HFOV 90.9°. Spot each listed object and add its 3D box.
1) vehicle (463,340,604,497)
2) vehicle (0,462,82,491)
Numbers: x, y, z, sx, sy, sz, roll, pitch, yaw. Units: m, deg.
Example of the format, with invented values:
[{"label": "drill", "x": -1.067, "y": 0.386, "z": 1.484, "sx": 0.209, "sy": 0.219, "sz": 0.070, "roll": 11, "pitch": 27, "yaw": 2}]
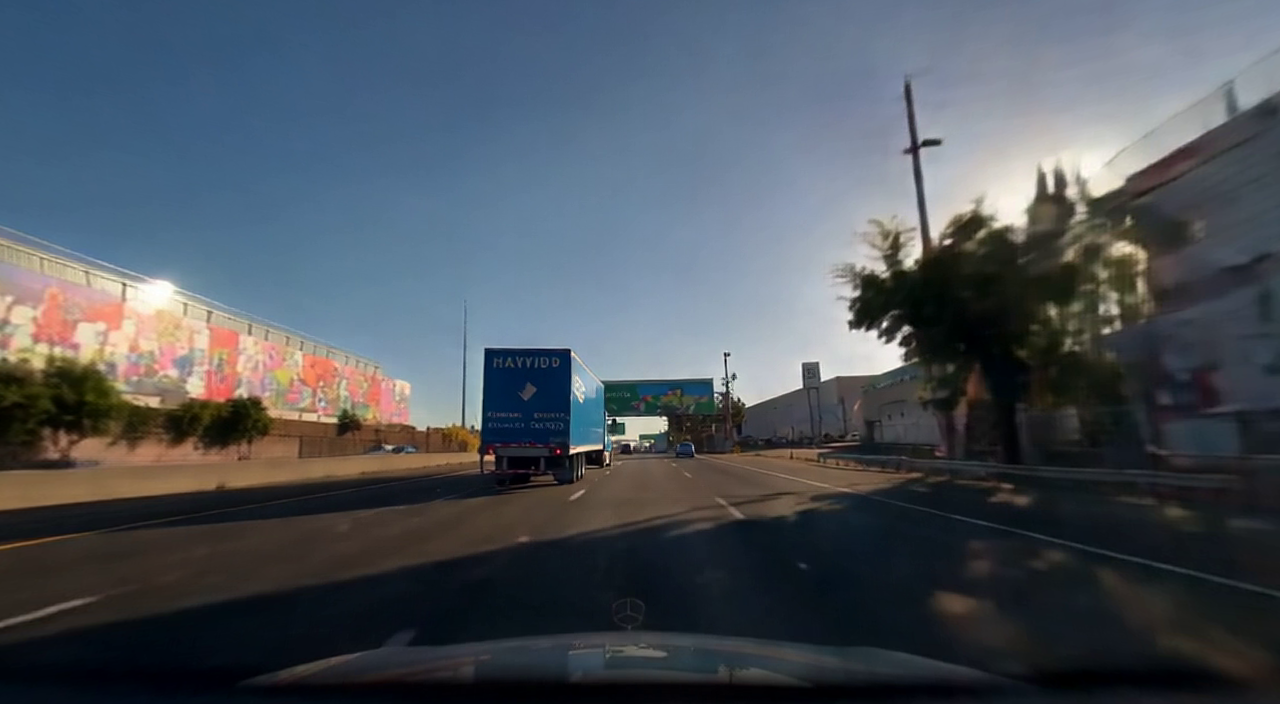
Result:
[{"label": "vehicle", "x": -3.030, "y": 2.279, "z": 20.912, "sx": 2.977, "sy": 4.048, "sz": 8.890, "roll": -1, "pitch": -7, "yaw": 1}, {"label": "vehicle", "x": -35.919, "y": 7.341, "z": 37.432, "sx": 1.687, "sy": 1.430, "sz": 4.239, "roll": 0, "pitch": -8, "yaw": 1}]
